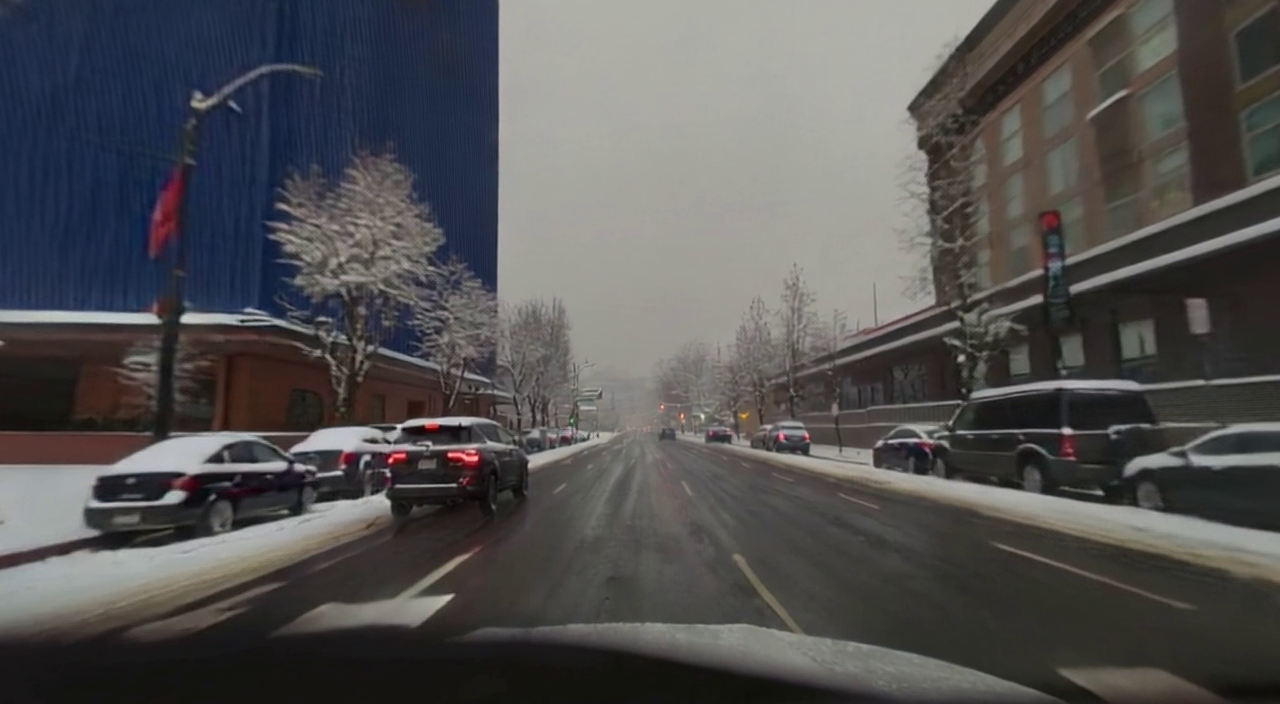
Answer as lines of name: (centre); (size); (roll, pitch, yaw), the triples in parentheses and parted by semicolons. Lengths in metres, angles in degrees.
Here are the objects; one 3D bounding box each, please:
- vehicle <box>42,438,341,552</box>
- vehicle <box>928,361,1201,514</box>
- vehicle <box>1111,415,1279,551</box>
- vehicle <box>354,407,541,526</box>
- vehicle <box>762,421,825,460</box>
vehicle: (-6.931, 2.188, 10.519); (1.806, 1.466, 4.373); (0, -8, -1)
vehicle: (9.108, 1.963, 14.552); (2.285, 2.778, 5.847); (0, -8, 2)
vehicle: (8.812, 1.733, 8.370); (1.854, 1.663, 4.300); (2, -8, 0)
vehicle: (-3.199, 2.002, 11.612); (2.002, 1.756, 4.366); (0, -8, 1)
vehicle: (9.036, 5.272, 37.746); (2.249, 2.117, 5.743); (0, -8, 0)
